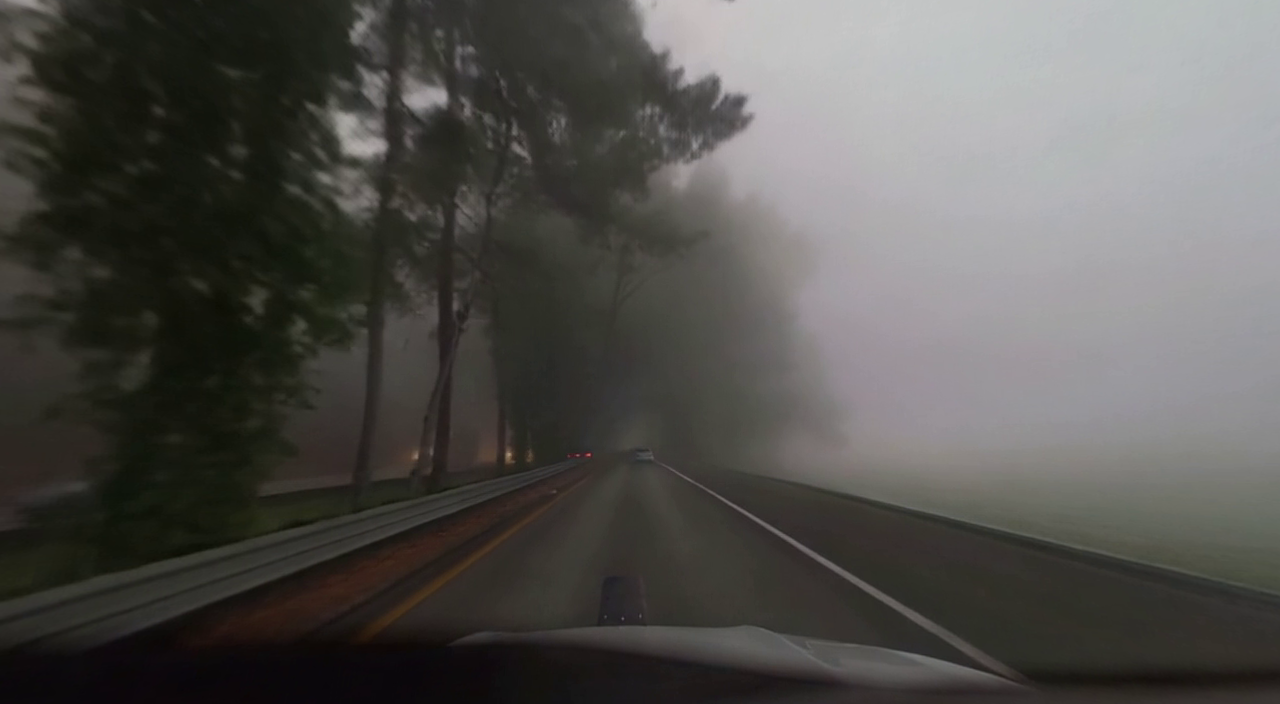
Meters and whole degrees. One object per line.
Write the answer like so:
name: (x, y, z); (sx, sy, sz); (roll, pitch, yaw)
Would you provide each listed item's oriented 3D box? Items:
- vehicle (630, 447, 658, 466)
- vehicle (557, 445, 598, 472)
vehicle: (0.279, 7.877, 47.548); (1.989, 1.402, 3.831); (0, -9, -1)
vehicle: (-3.743, 6.437, 38.303); (2.112, 1.498, 4.117); (0, -9, -1)
